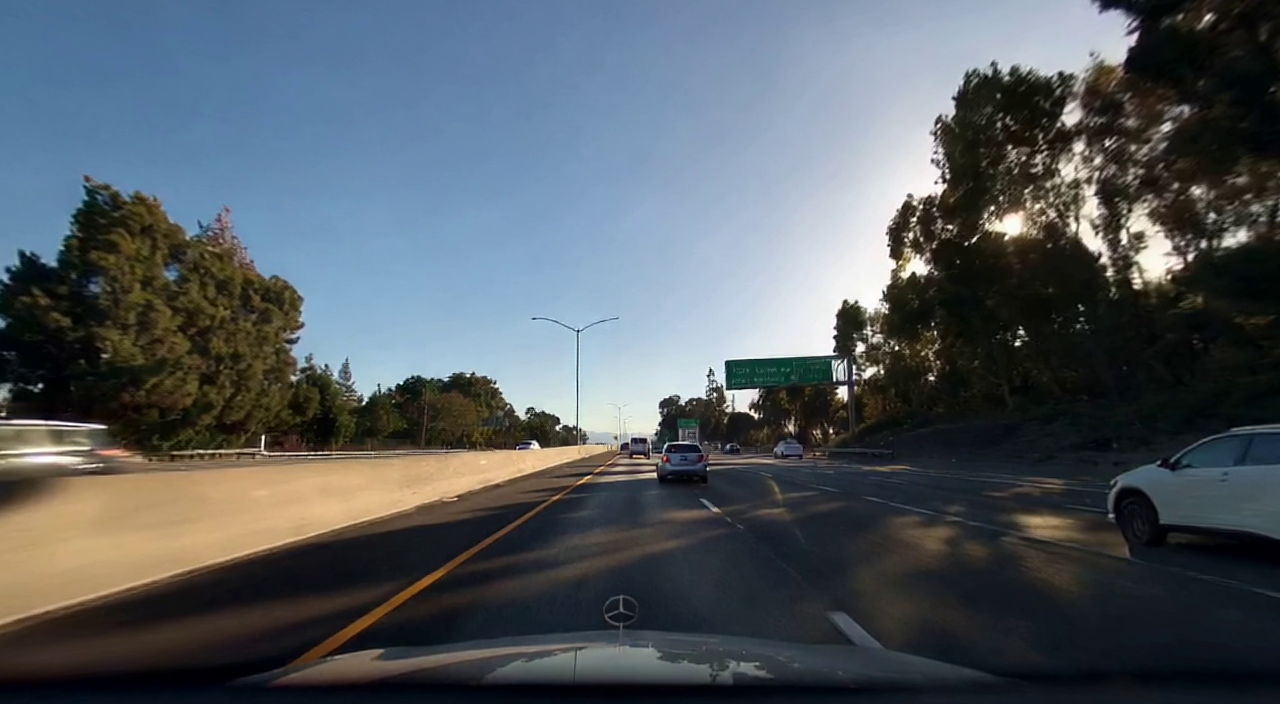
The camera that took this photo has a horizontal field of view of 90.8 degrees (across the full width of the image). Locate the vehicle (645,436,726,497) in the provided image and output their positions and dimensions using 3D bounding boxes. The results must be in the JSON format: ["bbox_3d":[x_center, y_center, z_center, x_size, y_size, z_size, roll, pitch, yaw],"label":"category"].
[{"bbox_3d":[1.226,3.345,18.954,1.864,1.566,4.446,0,-8,-3],"label":"vehicle"}]

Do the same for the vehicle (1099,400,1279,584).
[{"bbox_3d":[6.907,1.273,5.731,2.027,1.679,4.543,0,-9,0],"label":"vehicle"}]

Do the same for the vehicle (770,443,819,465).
[{"bbox_3d":[10.751,7.095,44.242,2.087,1.442,4.834,0,-9,-1],"label":"vehicle"}]
